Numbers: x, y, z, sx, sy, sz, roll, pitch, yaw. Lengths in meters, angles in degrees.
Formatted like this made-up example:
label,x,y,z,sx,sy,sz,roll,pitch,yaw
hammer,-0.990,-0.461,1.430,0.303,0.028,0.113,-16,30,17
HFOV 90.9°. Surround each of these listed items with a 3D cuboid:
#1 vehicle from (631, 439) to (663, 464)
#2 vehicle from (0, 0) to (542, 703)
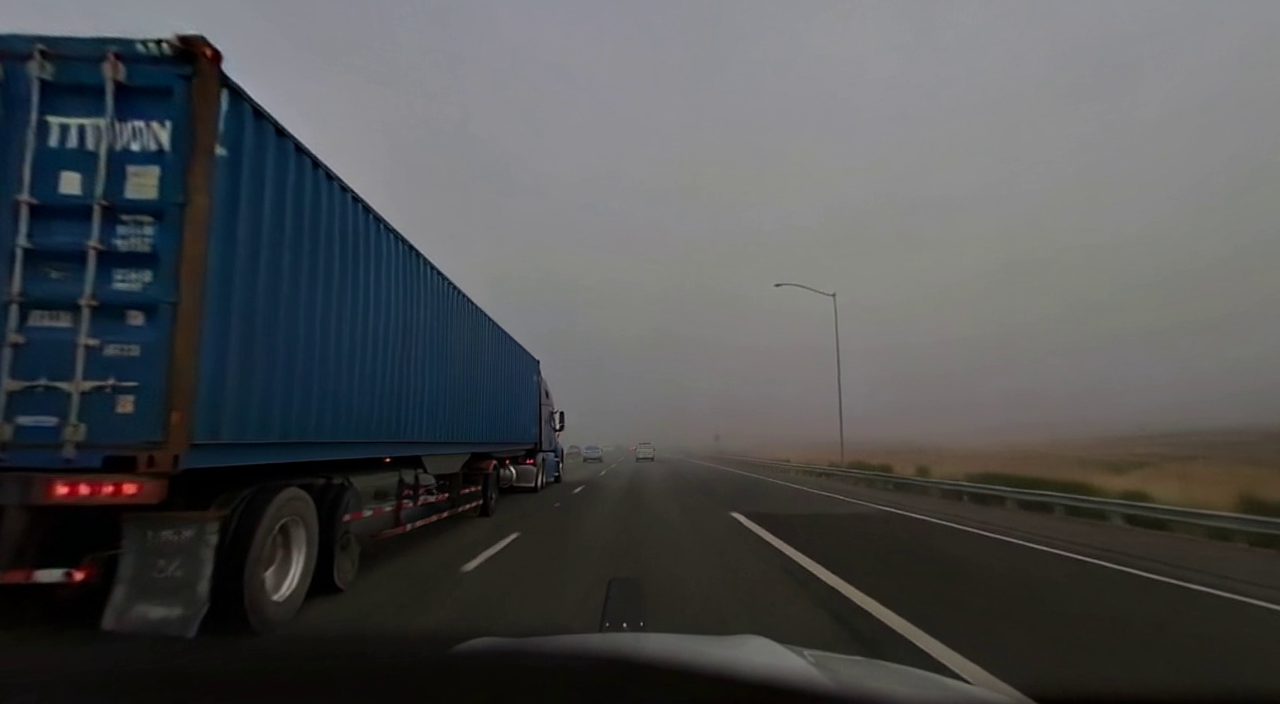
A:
label,x,y,z,sx,sy,sz,roll,pitch,yaw
vehicle,0.479,7.154,45.485,2.136,1.718,4.157,0,-8,0
vehicle,-3.951,0.566,8.811,2.840,4.032,13.388,0,-8,1
